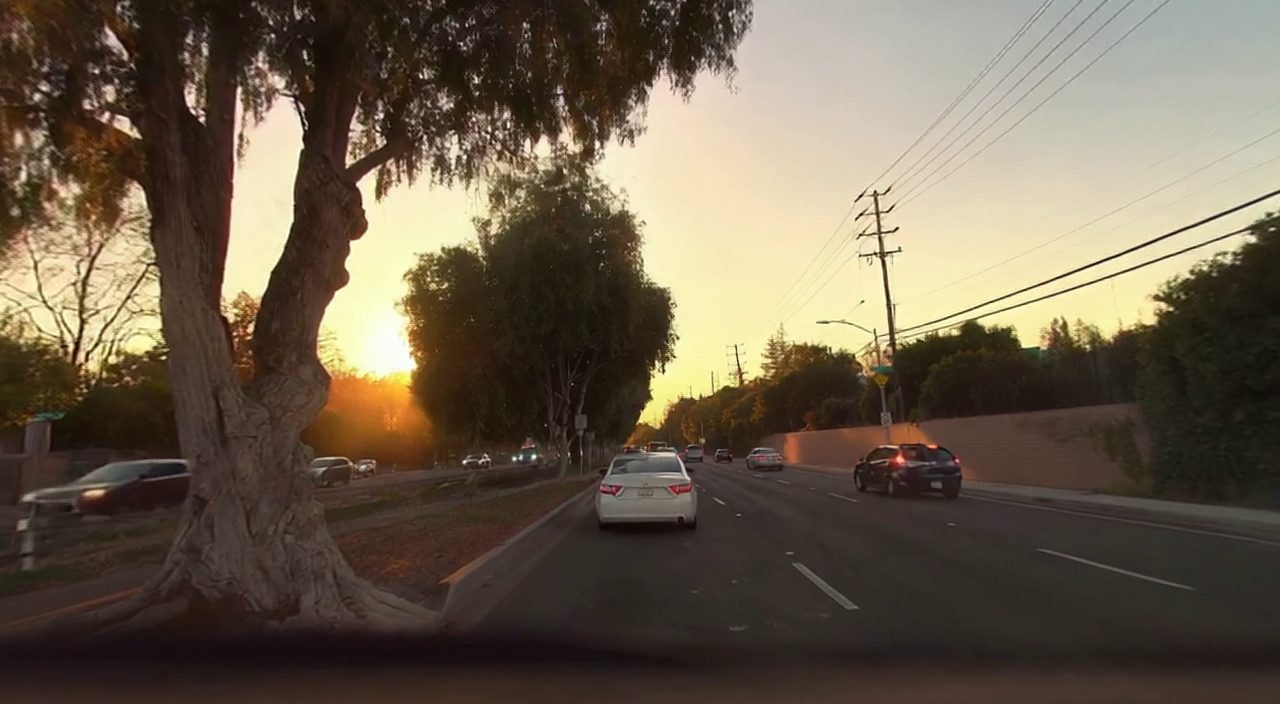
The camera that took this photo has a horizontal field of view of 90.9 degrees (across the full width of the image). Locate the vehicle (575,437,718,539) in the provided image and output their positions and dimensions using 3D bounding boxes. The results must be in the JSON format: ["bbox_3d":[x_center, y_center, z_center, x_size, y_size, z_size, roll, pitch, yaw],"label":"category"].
[{"bbox_3d":[0.092,2.301,11.325,2.108,1.479,3.935,0,-8,0],"label":"vehicle"}]

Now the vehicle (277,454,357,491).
[{"bbox_3d":[-15.042,5.595,29.558,1.701,1.494,3.791,0,-8,0],"label":"vehicle"}]

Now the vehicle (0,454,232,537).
[{"bbox_3d":[-11.828,3.110,14.359,1.988,1.486,4.586,0,-8,0],"label":"vehicle"}]

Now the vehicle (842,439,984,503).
[{"bbox_3d":[7.153,3.142,17.124,1.850,1.480,4.474,0,-8,0],"label":"vehicle"}]

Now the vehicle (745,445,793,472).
[{"bbox_3d":[7.631,6.333,37.781,1.899,1.458,4.499,0,-8,-1],"label":"vehicle"}]

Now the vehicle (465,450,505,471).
[{"bbox_3d":[-12.124,8.532,49.695,1.942,1.481,4.621,0,-8,0],"label":"vehicle"}]
